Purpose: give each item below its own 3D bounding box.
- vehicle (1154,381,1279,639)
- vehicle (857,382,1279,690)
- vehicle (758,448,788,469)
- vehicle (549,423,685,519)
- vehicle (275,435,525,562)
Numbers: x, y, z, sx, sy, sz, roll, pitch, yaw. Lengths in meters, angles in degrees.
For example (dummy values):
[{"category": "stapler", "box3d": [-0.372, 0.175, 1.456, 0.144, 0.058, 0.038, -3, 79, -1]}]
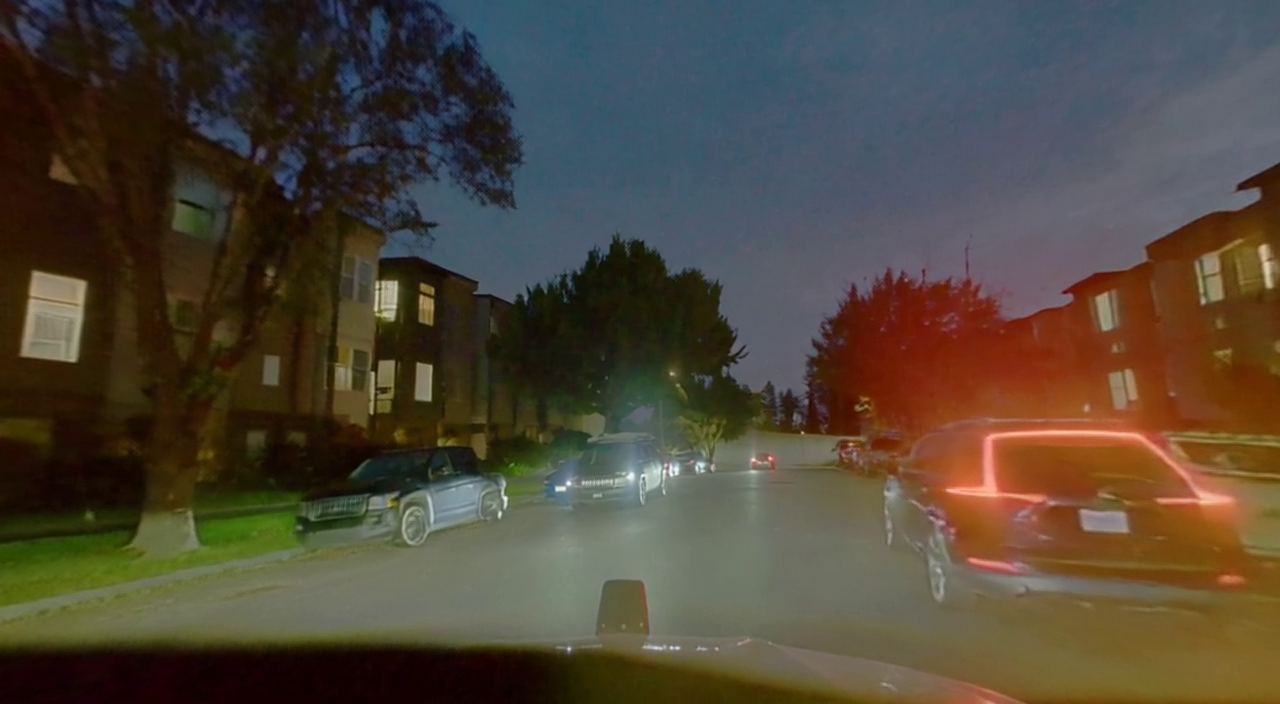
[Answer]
[{"category": "vehicle", "box3d": [5.255, 0.896, 2.966, 2.082, 1.799, 5.207, -2, -9, 11]}, {"category": "vehicle", "box3d": [3.541, 1.429, 6.273, 2.055, 1.717, 5.172, -2, -9, 13]}, {"category": "vehicle", "box3d": [10.068, 8.018, 47.568, 1.971, 1.476, 4.593, -3, -9, 14]}, {"category": "vehicle", "box3d": [-0.371, 2.979, 16.350, 2.197, 2.047, 4.985, -3, -9, 14]}, {"category": "vehicle", "box3d": [-3.933, 2.456, 11.428, 2.002, 1.774, 4.568, -2, -9, 12]}]
